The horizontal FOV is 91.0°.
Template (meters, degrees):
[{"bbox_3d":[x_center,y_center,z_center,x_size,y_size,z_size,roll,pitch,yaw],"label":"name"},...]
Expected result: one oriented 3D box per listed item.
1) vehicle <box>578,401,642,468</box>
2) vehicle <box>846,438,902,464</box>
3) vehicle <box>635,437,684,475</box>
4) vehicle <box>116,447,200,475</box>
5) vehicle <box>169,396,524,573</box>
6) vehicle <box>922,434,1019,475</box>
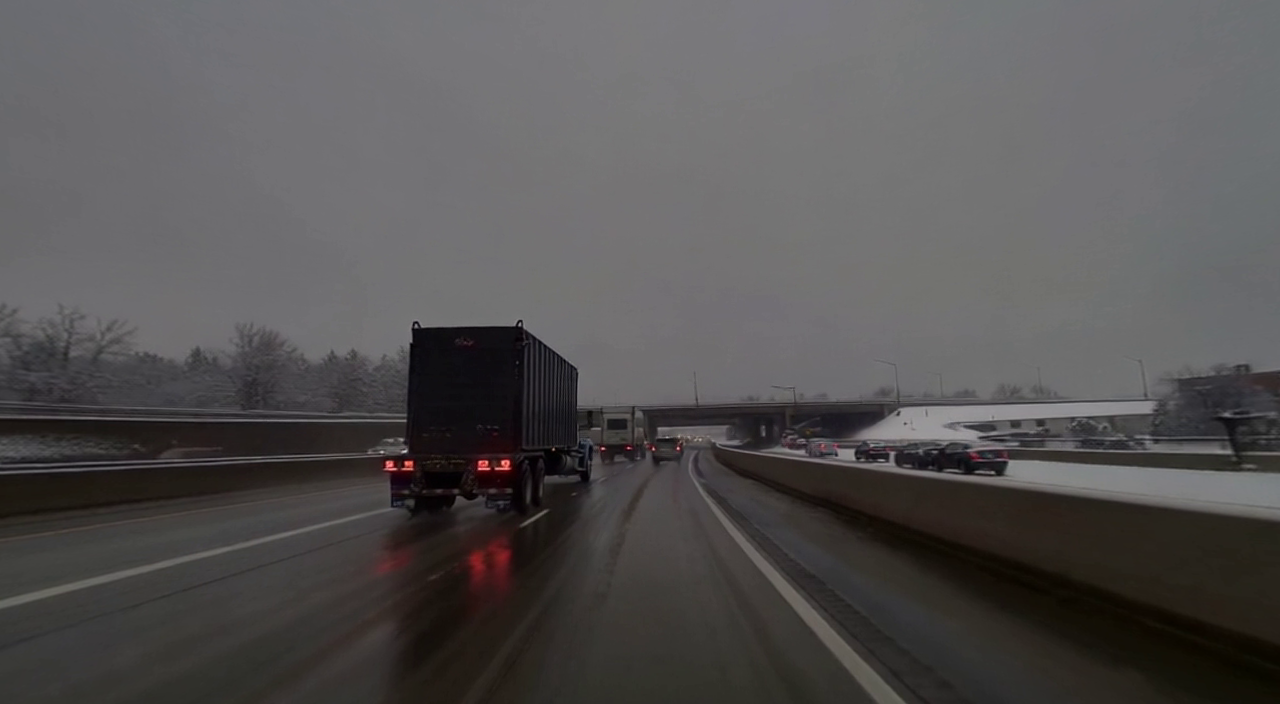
[{"bbox_3d":[-1.743,5.559,41.743,3.073,3.894,9.782,-1,-9,4],"label":"vehicle"},{"bbox_3d":[15.702,6.668,42.548,2.237,1.656,4.676,-1,-9,3],"label":"vehicle"},{"bbox_3d":[0.974,4.960,30.190,2.178,1.640,4.071,-1,-9,3],"label":"vehicle"},{"bbox_3d":[-26.093,5.891,34.264,1.614,1.454,3.698,0,-8,0],"label":"vehicle"},{"bbox_3d":[-3.338,1.613,8.242,2.896,1.779,3.441,-1,-8,2],"label":"vehicle"},{"bbox_3d":[14.612,4.561,28.187,2.022,1.675,4.792,-1,-9,5],"label":"vehicle"}]
